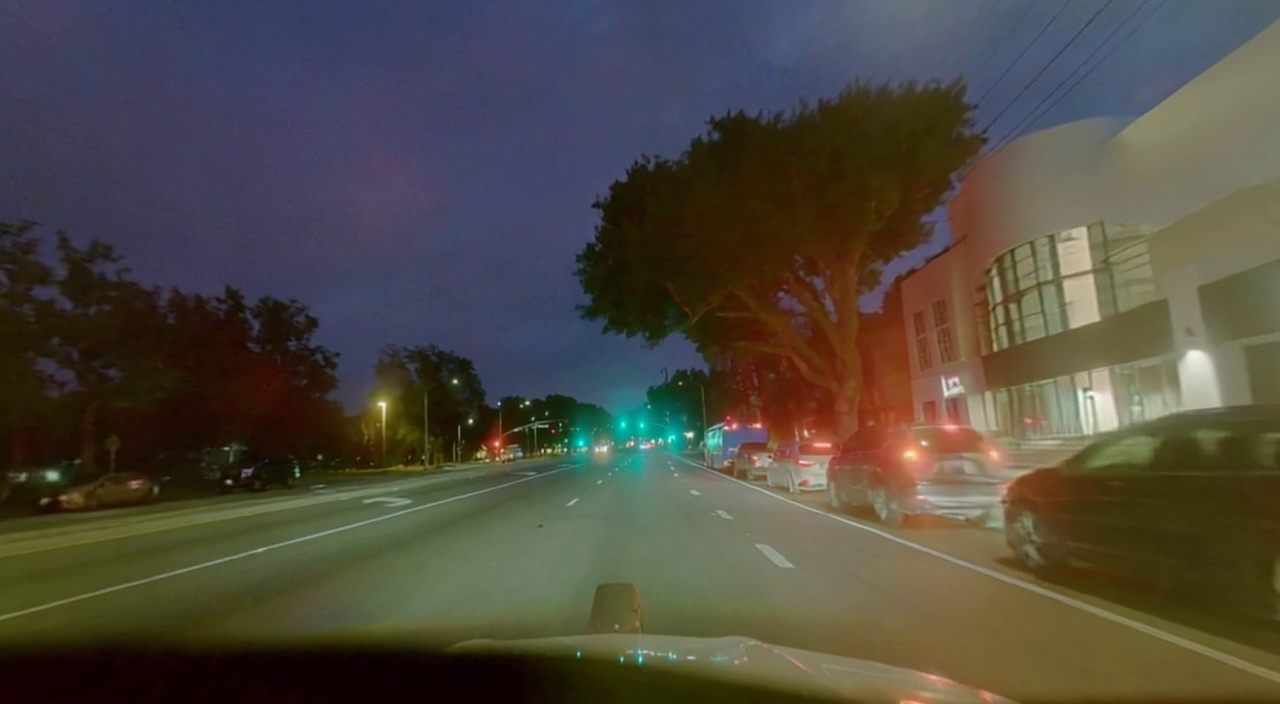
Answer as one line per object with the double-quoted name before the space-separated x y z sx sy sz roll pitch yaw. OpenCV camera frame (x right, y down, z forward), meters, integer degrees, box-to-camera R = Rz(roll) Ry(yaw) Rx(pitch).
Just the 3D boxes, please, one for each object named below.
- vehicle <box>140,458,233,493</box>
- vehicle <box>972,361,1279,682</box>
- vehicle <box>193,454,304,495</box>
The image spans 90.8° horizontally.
"vehicle" -28.894 7.860 40.368 4.426 1.782 2.056 -4 -8 1
"vehicle" 4.533 1.019 4.121 2.094 1.731 4.763 0 -8 0
"vehicle" -19.248 5.996 31.374 2.166 1.804 4.897 -1 -8 3
